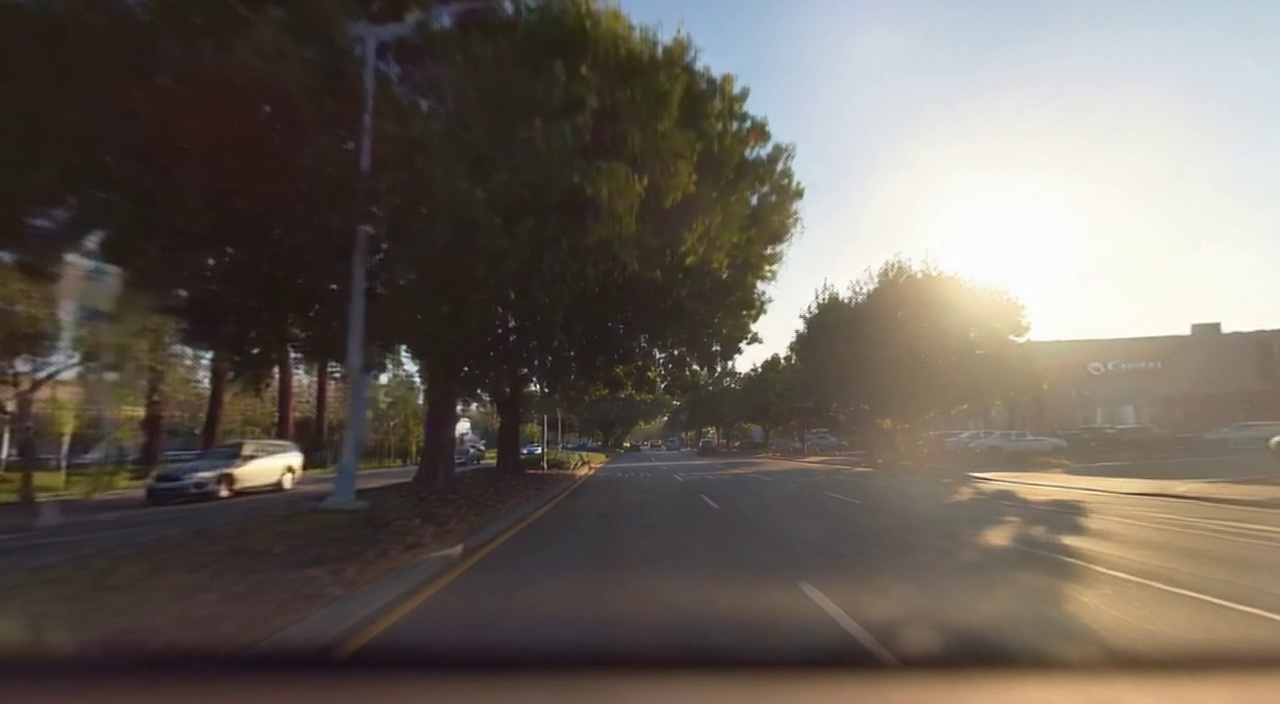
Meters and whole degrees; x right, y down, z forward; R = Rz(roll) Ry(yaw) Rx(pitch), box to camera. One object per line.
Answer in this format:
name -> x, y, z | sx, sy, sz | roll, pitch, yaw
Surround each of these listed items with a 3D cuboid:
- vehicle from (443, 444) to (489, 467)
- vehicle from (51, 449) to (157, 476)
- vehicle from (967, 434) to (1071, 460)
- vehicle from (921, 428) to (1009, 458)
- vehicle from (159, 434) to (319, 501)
vehicle -> -11.983, 7.146, 43.840 | 1.937, 1.508, 4.650 | 0, -8, -1
vehicle -> -30.869, 6.370, 36.498 | 4.308, 1.474, 1.917 | 0, -8, -2
vehicle -> 22.316, 5.622, 37.373 | 4.724, 1.471, 2.203 | 0, -8, -2
vehicle -> 22.624, 6.362, 44.185 | 4.824, 1.976, 2.281 | -1, -8, 2
vehicle -> -11.659, 3.362, 18.808 | 1.985, 1.715, 4.330 | 0, -8, -2
